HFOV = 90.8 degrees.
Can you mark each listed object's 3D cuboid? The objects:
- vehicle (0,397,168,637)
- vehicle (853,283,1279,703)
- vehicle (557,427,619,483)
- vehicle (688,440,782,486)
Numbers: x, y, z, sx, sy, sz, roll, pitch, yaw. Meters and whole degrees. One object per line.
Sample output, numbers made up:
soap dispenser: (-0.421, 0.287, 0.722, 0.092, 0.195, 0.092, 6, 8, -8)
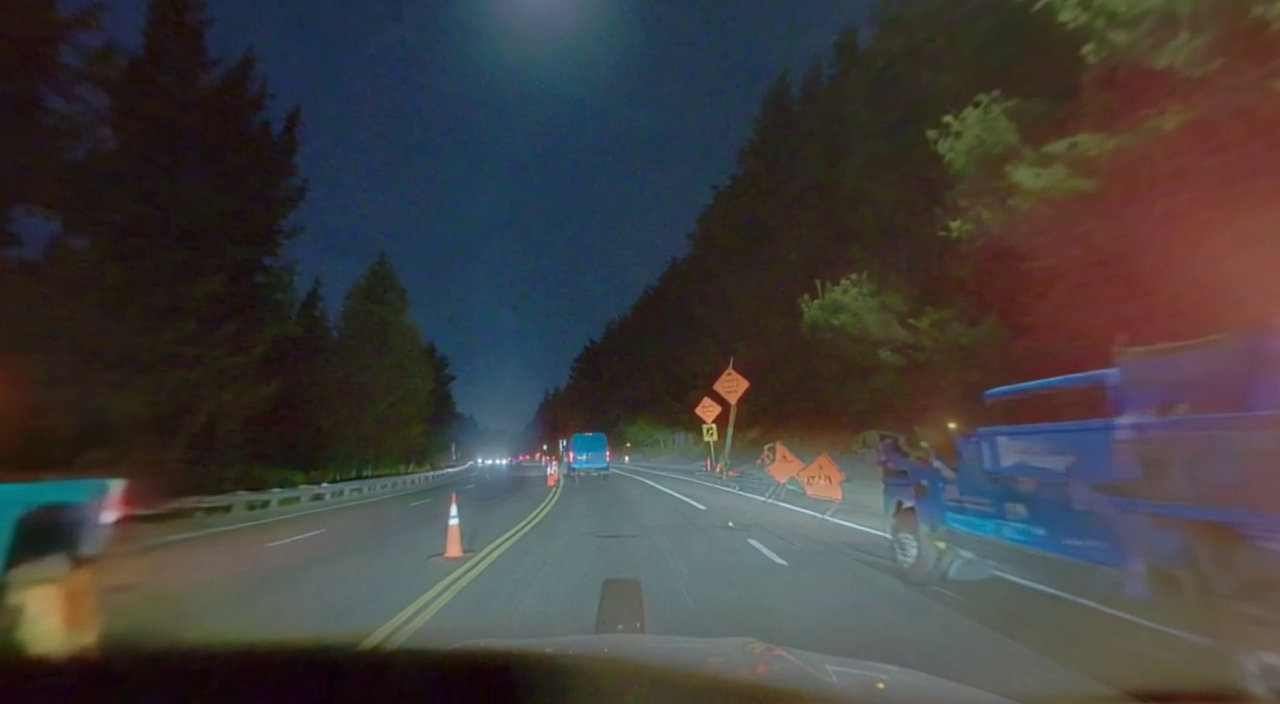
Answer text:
vehicle: (-5.558, 1.086, 3.882, 1.992, 1.712, 4.504, 1, -9, -4)
vehicle: (3.621, 0.840, 3.217, 2.415, 1.932, 6.910, 1, -9, -2)
vehicle: (-2.407, 4.576, 28.192, 2.362, 2.247, 4.892, 2, -9, -9)
vehicle: (2.967, 3.606, 20.755, 2.277, 1.299, 3.889, 0, -9, -3)
